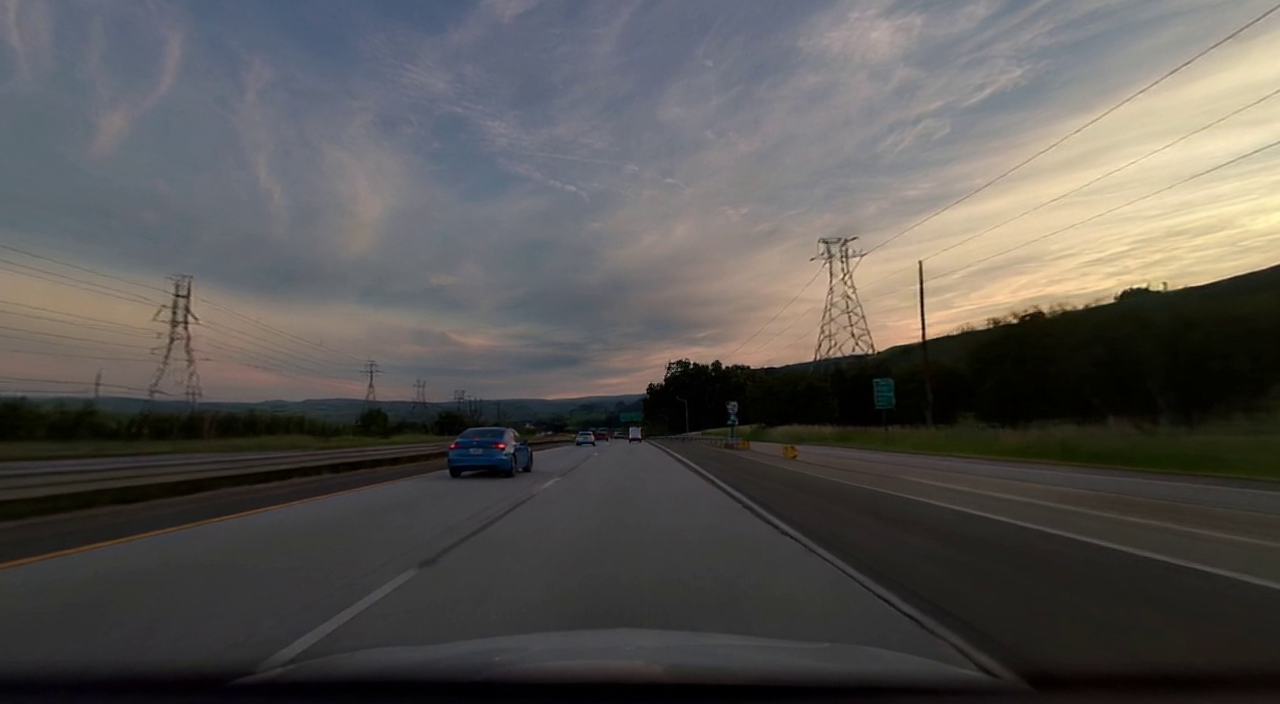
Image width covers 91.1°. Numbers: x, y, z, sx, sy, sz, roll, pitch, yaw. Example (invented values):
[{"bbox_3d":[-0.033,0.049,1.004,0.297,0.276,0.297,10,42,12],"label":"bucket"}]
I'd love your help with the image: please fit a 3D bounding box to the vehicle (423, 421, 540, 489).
[{"bbox_3d":[-4.076,2.699,16.938,2.023,1.580,4.259,0,-8,0],"label":"vehicle"}]
